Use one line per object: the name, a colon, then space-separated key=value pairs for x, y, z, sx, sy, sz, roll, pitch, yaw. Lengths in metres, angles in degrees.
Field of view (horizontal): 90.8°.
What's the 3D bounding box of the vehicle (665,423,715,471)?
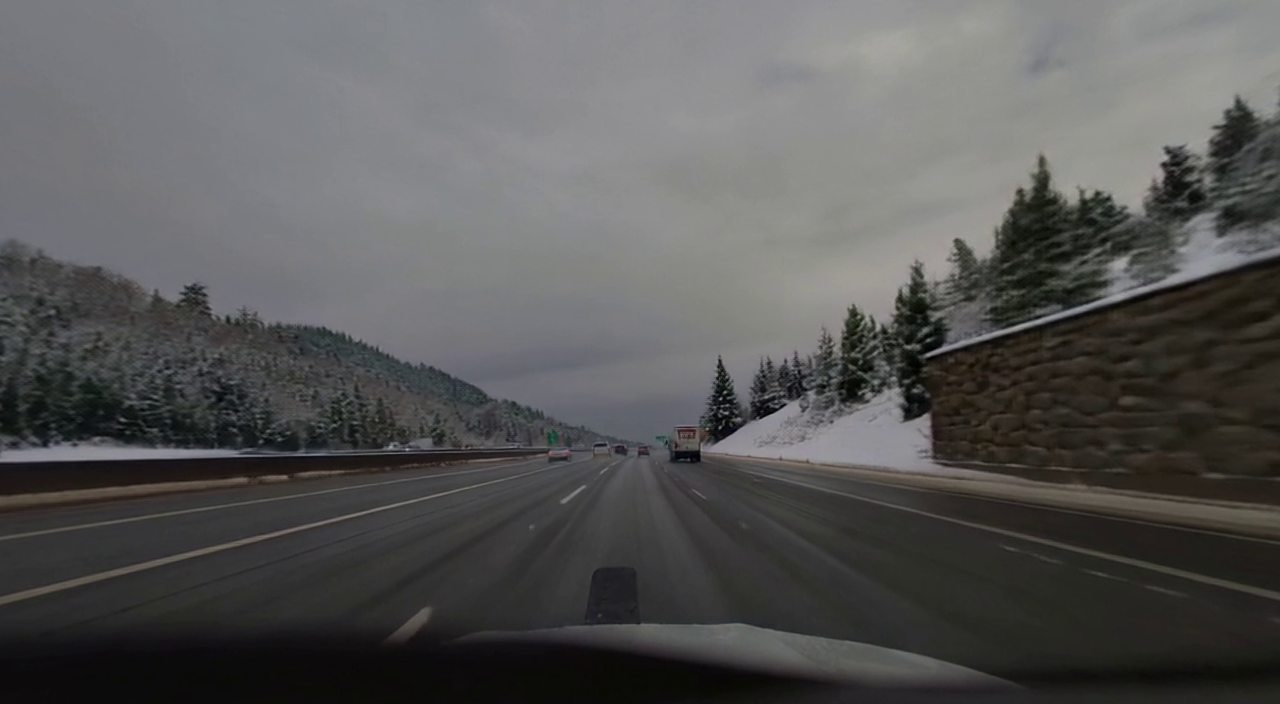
vehicle: x=3.470 y=6.889 z=45.724 sx=2.795 sy=3.187 sz=7.205 roll=0 pitch=-9 yaw=-2
